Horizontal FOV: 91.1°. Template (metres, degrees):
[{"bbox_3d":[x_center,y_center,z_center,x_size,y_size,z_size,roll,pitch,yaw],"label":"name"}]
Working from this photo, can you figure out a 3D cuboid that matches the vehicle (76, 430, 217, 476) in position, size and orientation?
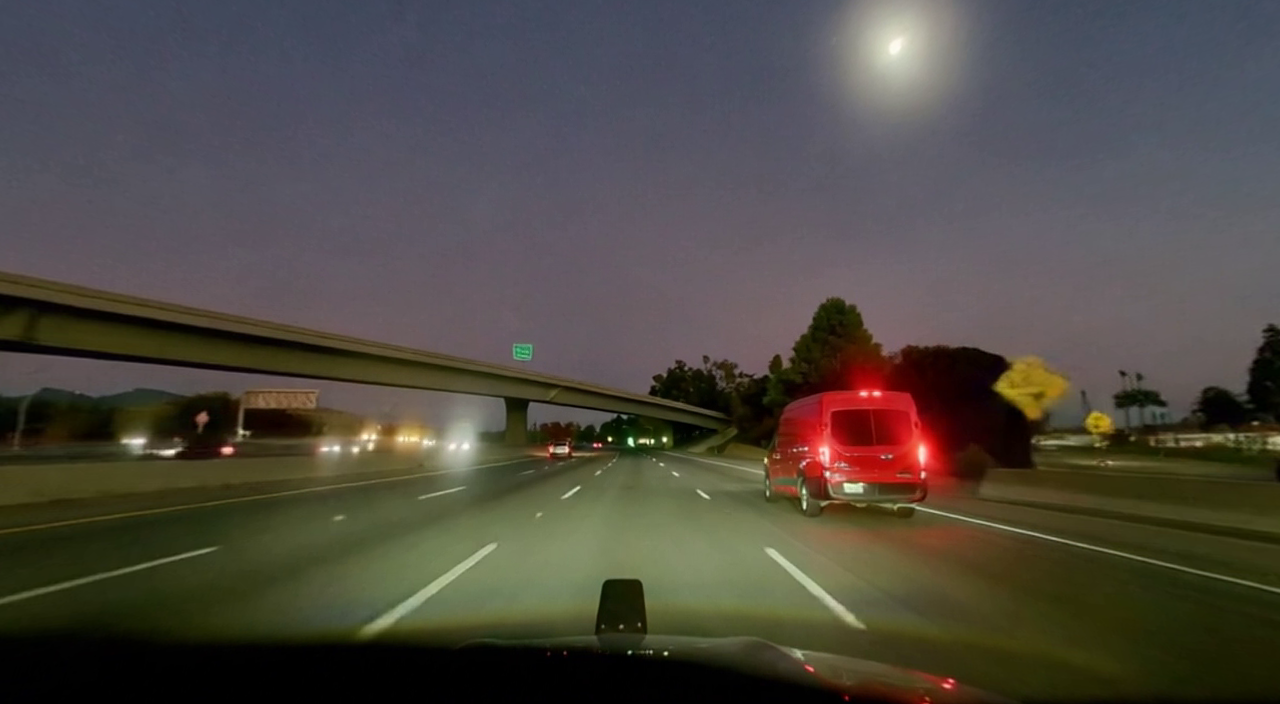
[{"bbox_3d":[-20.328,4.185,26.191,2.189,1.709,4.513,0,-8,-1],"label":"vehicle"}]

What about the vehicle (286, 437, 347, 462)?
[{"bbox_3d":[-23.357,7.071,45.517,1.975,1.727,4.439,0,-8,1],"label":"vehicle"}]
